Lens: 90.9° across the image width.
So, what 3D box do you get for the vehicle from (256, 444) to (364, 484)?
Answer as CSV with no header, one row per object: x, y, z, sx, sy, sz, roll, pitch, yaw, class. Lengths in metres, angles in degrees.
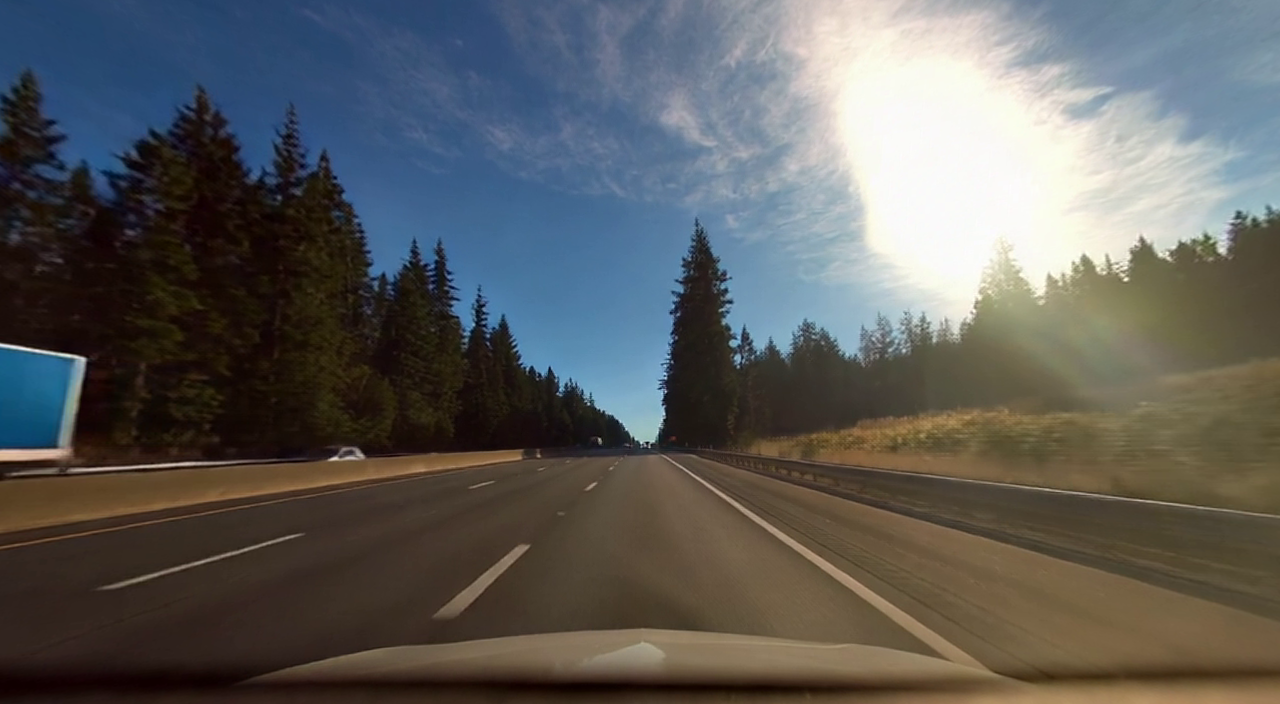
-13.179,4.449,25.510,2.009,1.454,4.294,0,-8,0,vehicle
